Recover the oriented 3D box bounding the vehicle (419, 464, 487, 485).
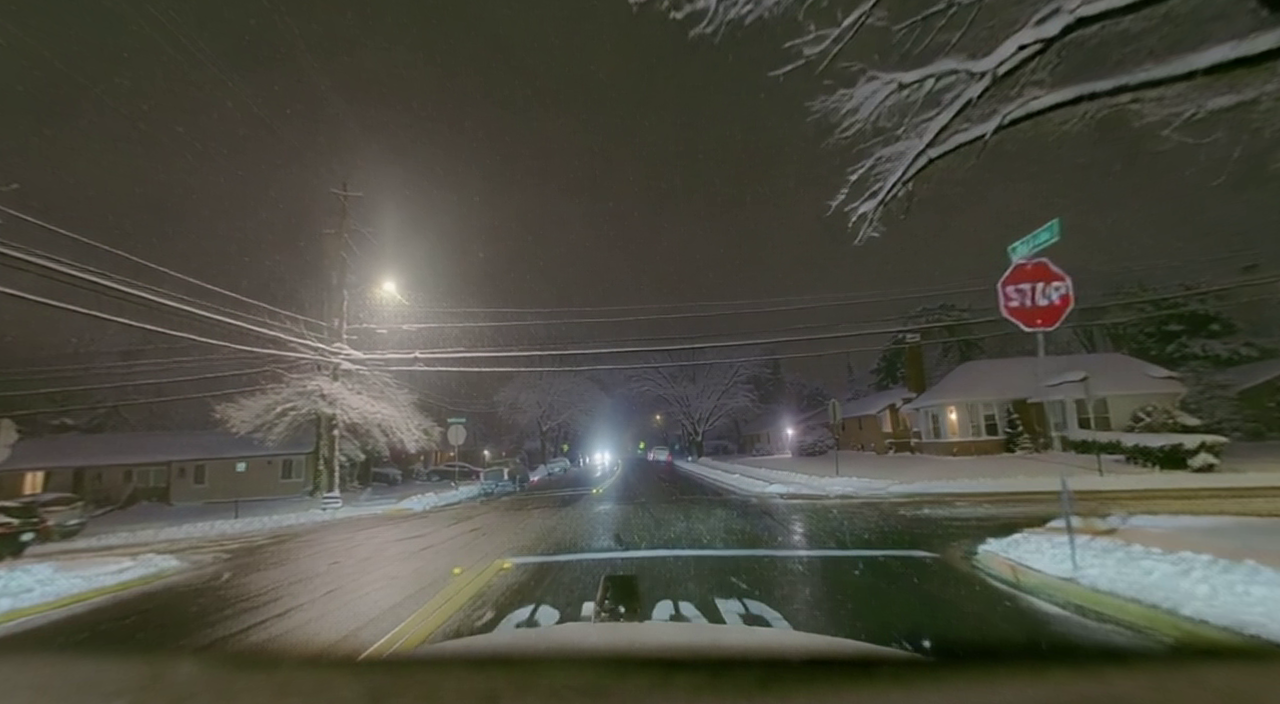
[{"bbox_3d":[-14.099,9.240,47.677,4.601,1.486,1.876,-3,-9,13],"label":"vehicle"}]

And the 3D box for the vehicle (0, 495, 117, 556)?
[{"bbox_3d":[-23.551,6.628,24.396,5.429,1.919,2.159,-3,-9,14],"label":"vehicle"}]

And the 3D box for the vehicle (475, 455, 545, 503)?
[{"bbox_3d":[-6.166,6.028,30.473,2.149,1.823,4.613,-7,-9,1],"label":"vehicle"}]

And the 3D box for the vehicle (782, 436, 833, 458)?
[{"bbox_3d":[12.415,7.085,46.919,3.563,1.551,1.916,-2,-8,12],"label":"vehicle"}]
